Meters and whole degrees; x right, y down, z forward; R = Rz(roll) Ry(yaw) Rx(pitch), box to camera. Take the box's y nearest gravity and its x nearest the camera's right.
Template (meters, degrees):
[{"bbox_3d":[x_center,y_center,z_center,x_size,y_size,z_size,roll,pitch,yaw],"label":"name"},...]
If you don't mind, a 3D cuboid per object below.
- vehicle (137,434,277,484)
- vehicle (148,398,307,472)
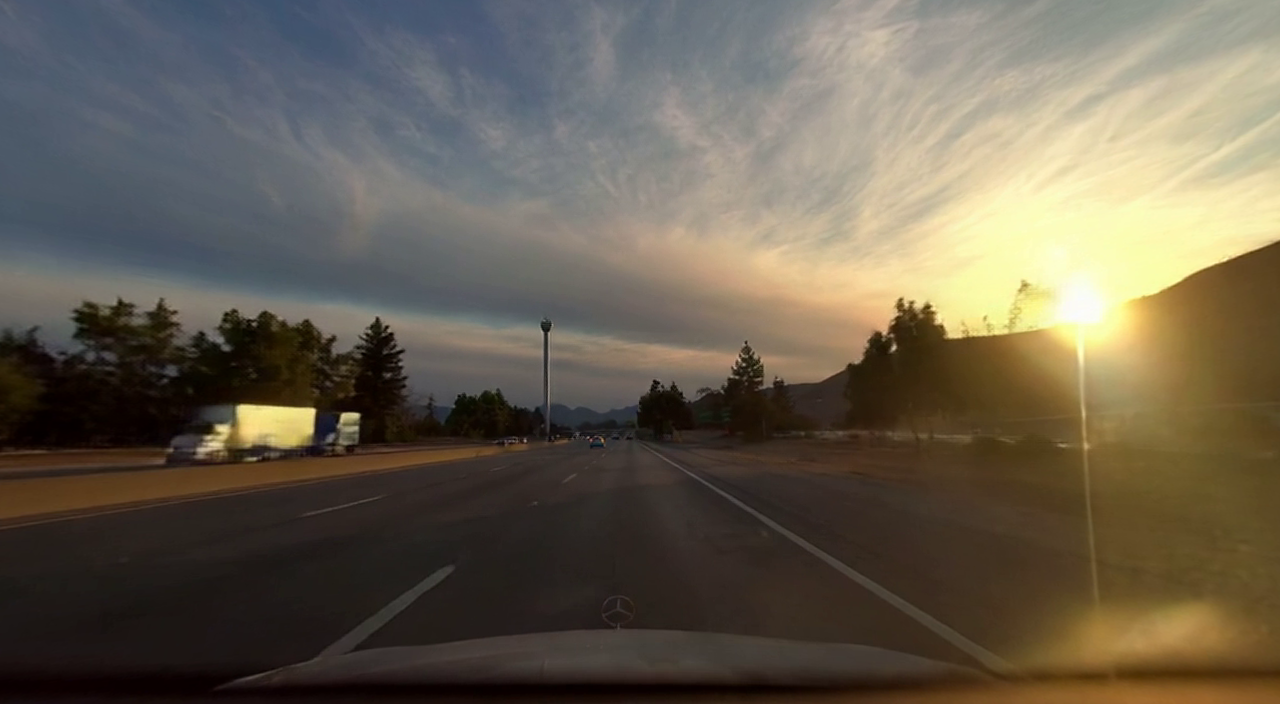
[{"bbox_3d":[-16.790,4.137,24.785,2.164,1.749,4.744,0,-8,-1],"label":"vehicle"},{"bbox_3d":[-25.281,5.212,39.582,2.997,4.015,10.450,0,-8,-1],"label":"vehicle"}]
